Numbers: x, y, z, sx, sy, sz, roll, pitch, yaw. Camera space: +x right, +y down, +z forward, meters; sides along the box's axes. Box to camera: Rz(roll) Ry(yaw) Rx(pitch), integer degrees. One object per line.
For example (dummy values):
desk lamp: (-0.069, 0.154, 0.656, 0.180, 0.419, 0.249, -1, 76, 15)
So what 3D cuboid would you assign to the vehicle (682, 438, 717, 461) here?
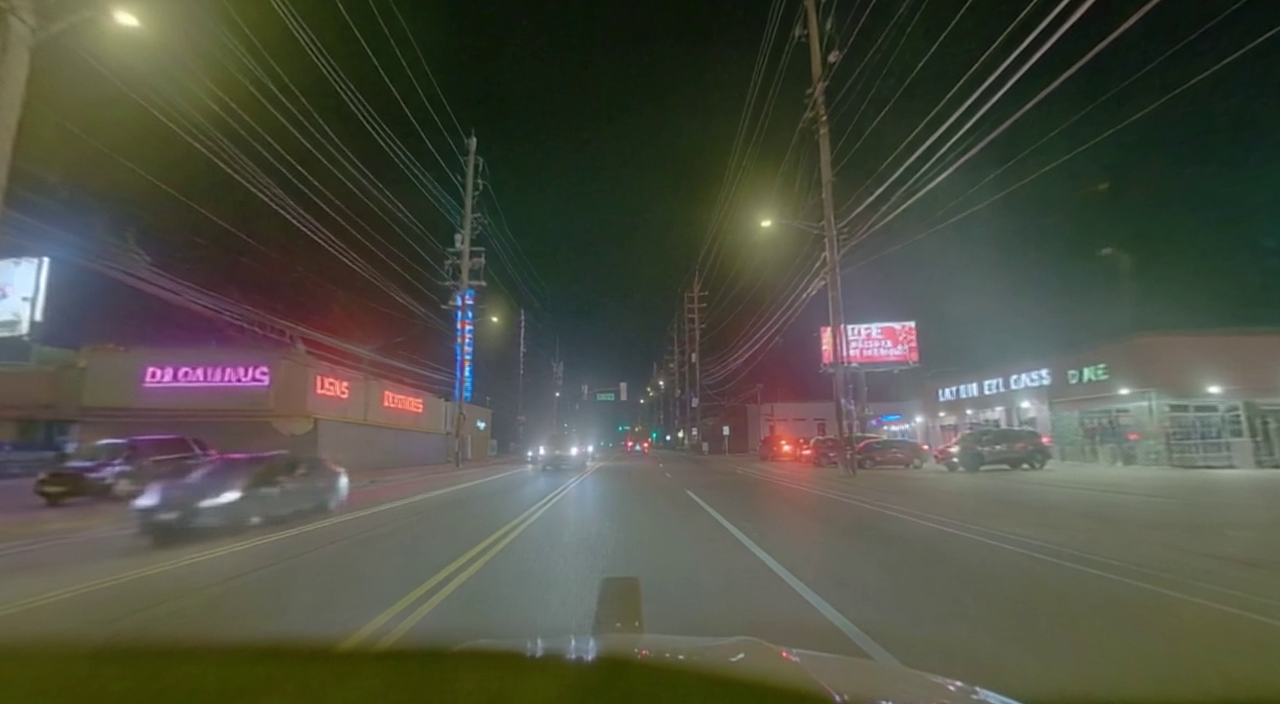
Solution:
vehicle: (4.071, 6.731, 43.868, 1.926, 1.482, 4.442, 0, -8, 0)

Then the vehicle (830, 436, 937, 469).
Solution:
vehicle: (11.283, 4.694, 29.493, 4.238, 1.464, 1.862, -1, -9, 2)

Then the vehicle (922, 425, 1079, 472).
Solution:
vehicle: (15.023, 4.043, 26.569, 5.307, 1.877, 2.052, 0, -8, -1)

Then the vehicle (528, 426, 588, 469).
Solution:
vehicle: (-3.936, 4.741, 31.428, 2.277, 1.904, 5.583, 0, -8, 0)

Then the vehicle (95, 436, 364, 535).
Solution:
vehicle: (-7.253, 2.373, 11.948, 2.020, 1.479, 4.612, 0, -8, 0)
